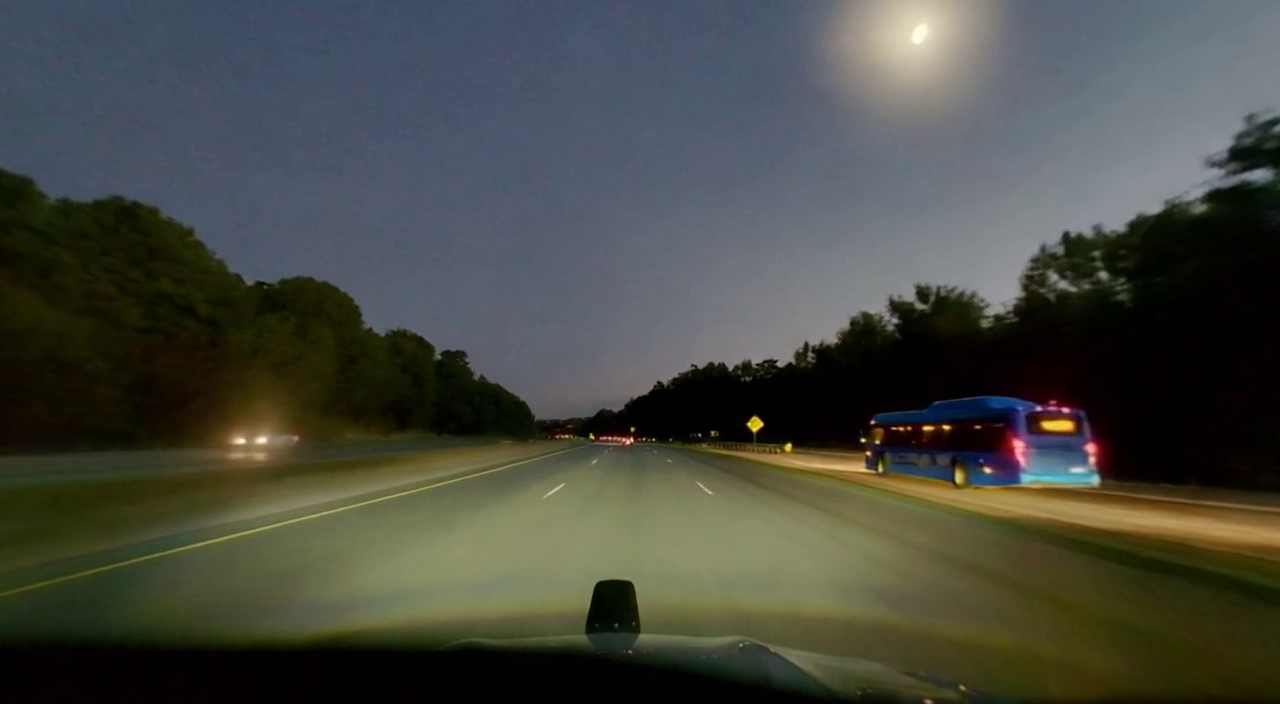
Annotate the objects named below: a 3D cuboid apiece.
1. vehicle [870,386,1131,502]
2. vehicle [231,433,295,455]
[{"bbox_3d":[12.407,3.399,23.902,3.009,3.265,12.098,0,-8,1],"label":"vehicle"},{"bbox_3d":[-26.359,6.427,44.085,1.805,1.425,4.525,0,-8,-2],"label":"vehicle"}]
